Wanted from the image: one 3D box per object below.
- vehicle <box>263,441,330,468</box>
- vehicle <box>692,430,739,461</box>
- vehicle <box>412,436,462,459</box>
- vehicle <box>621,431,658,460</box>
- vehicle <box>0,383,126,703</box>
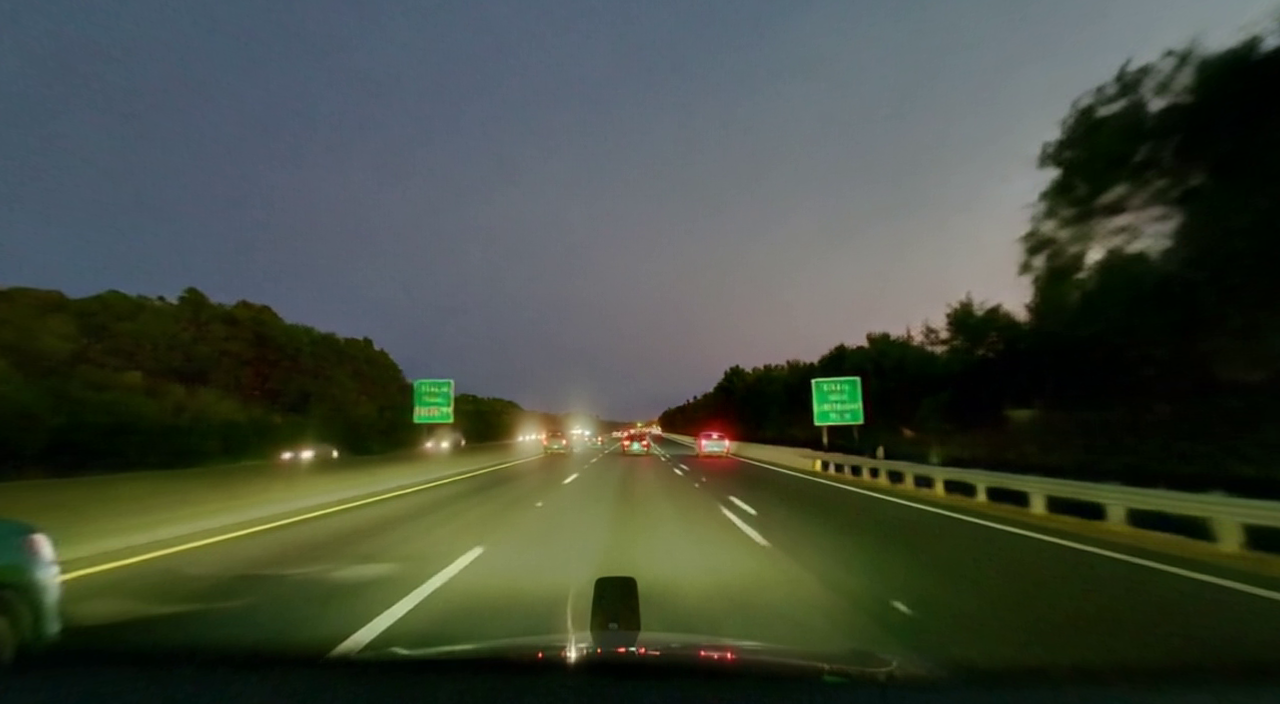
[{"bbox_3d":[-20.909,6.238,38.590,1.890,1.473,3.920,-1,-8,0],"label":"vehicle"},{"bbox_3d":[3.863,4.853,32.828,1.841,1.491,3.869,0,-8,-2],"label":"vehicle"},{"bbox_3d":[-13.982,6.566,43.731,1.926,1.483,4.717,0,-8,-1],"label":"vehicle"},{"bbox_3d":[-0.061,5.015,34.123,1.869,1.466,3.356,0,-8,-1],"label":"vehicle"},{"bbox_3d":[-3.675,0.652,0.827,2.023,1.512,4.804,0,-8,-1],"label":"vehicle"}]
